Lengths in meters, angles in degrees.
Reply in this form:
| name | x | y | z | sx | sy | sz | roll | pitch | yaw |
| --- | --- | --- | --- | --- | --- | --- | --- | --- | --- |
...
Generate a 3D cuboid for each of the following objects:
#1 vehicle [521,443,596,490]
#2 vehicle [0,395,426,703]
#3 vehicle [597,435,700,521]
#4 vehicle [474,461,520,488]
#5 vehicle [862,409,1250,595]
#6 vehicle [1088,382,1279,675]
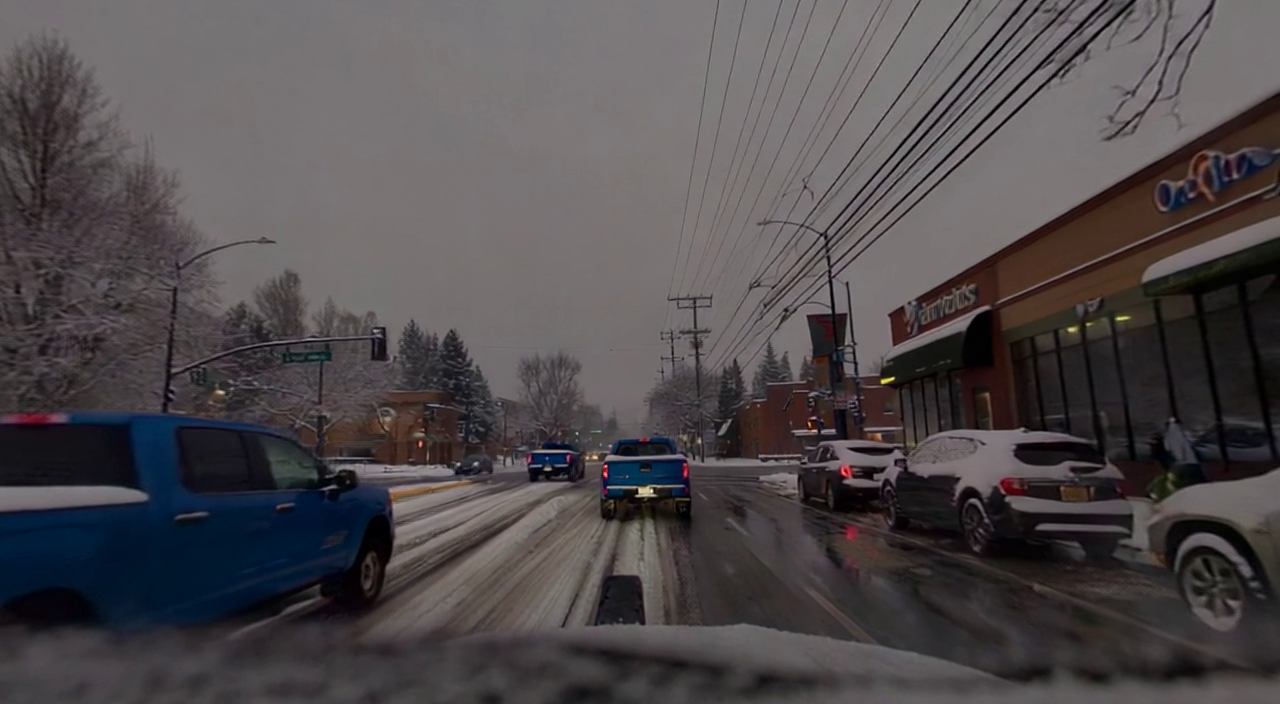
| name | x | y | z | sx | sy | sz | roll | pitch | yaw |
| --- | --- | --- | --- | --- | --- | --- | --- | --- | --- |
| vehicle | -3.355 | 4.844 | 27.074 | 2.140 | 1.768 | 5.092 | 0 | -9 | 4 |
| vehicle | -3.159 | 1.158 | 3.695 | 1.995 | 1.554 | 4.618 | 0 | -9 | 3 |
| vehicle | 0.300 | 2.896 | 15.111 | 2.089 | 1.699 | 4.650 | 0 | -9 | 3 |
| vehicle | -9.132 | 7.867 | 40.567 | 1.918 | 1.522 | 4.486 | 0 | -9 | 1 |
| vehicle | 4.924 | 1.832 | 8.638 | 2.007 | 1.786 | 4.870 | 0 | -9 | 0 |
| vehicle | 4.891 | 0.963 | 3.087 | 2.014 | 1.755 | 4.520 | 0 | -9 | 0 |
